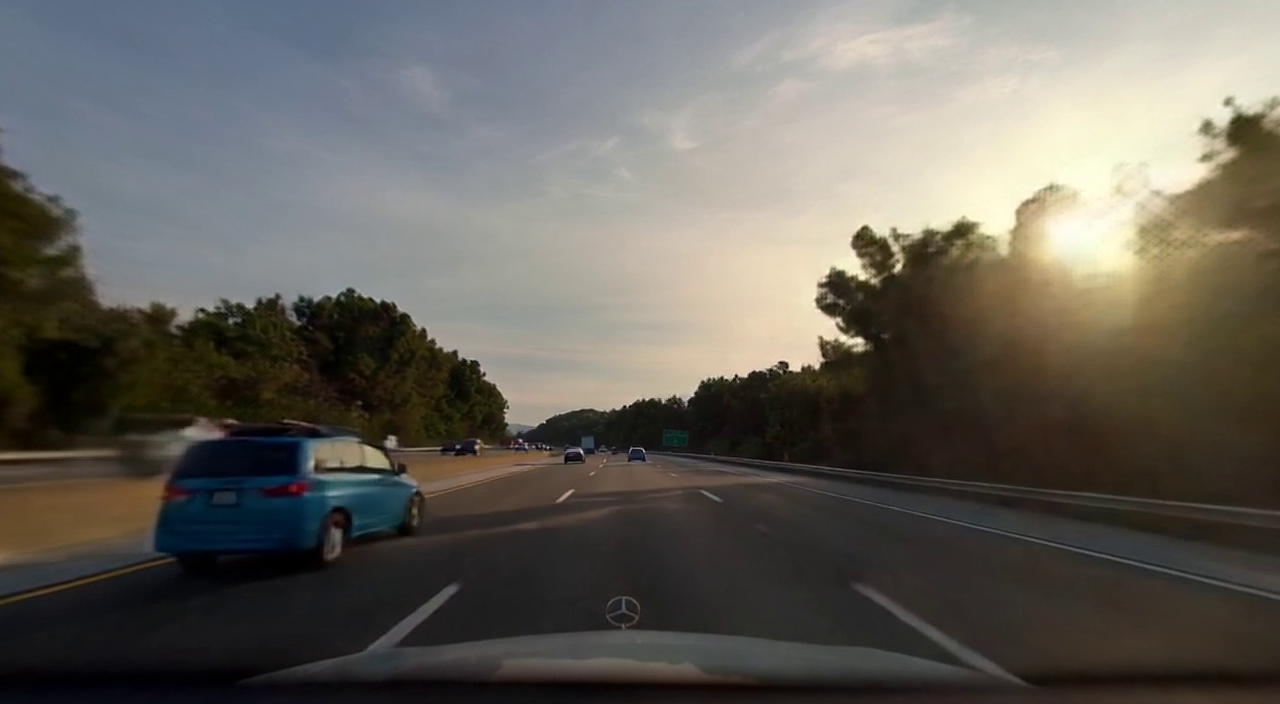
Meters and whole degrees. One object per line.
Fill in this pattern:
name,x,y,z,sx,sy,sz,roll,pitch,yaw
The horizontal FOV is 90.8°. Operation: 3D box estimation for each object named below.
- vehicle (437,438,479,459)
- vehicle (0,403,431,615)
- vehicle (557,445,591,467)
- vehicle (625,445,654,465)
vehicle,-13.940,7.424,48.551,1.888,1.524,4.692,0,-9,-1
vehicle,-4.107,1.557,7.166,2.088,1.675,4.108,0,-9,-1
vehicle,-4.724,7.468,45.568,2.054,1.500,4.469,0,-9,-2
vehicle,-0.064,7.799,47.886,2.008,1.499,3.192,0,-9,-3
